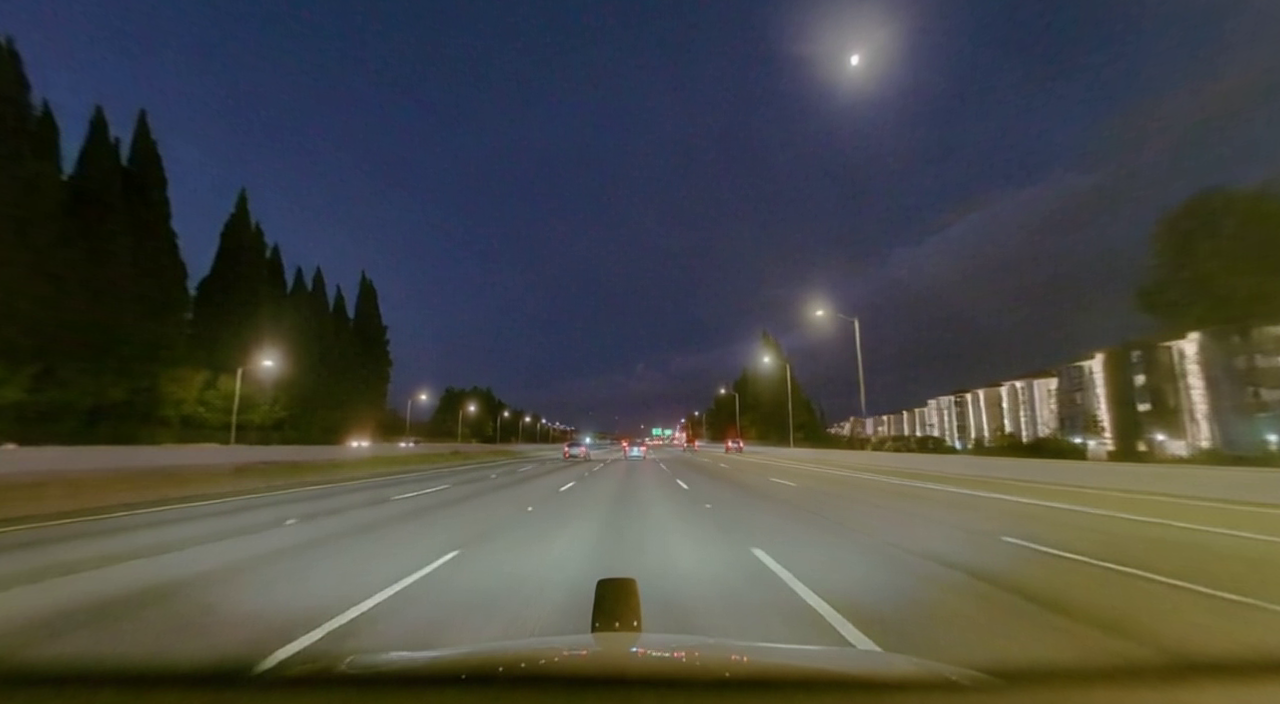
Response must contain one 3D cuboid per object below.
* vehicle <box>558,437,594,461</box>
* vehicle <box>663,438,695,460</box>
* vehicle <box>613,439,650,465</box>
[{"bbox_3d":[-4.741,7.298,47.754,2.260,1.706,4.177,0,-8,0],"label":"vehicle"},{"bbox_3d":[2.869,7.319,47.858,2.084,1.624,3.935,0,-8,-1],"label":"vehicle"},{"bbox_3d":[-0.506,6.093,38.617,2.146,1.485,4.332,0,-8,-1],"label":"vehicle"}]
